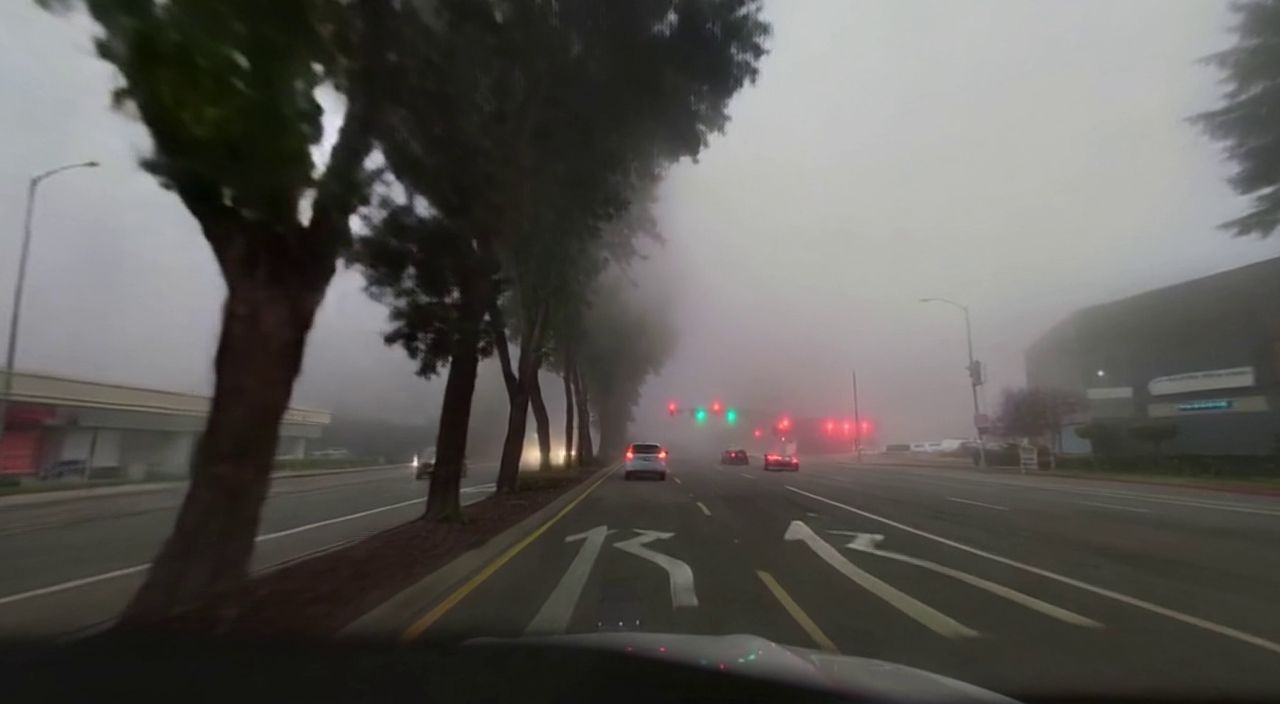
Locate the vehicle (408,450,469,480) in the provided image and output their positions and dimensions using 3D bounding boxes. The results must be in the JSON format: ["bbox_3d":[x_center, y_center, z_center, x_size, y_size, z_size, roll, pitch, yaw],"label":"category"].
[{"bbox_3d":[-11.054,6.207,35.002,1.907,1.485,4.293,0,-9,1],"label":"vehicle"}]

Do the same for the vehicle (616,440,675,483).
[{"bbox_3d":[0.171,4.141,24.116,2.064,1.477,3.968,0,-9,0],"label":"vehicle"}]
